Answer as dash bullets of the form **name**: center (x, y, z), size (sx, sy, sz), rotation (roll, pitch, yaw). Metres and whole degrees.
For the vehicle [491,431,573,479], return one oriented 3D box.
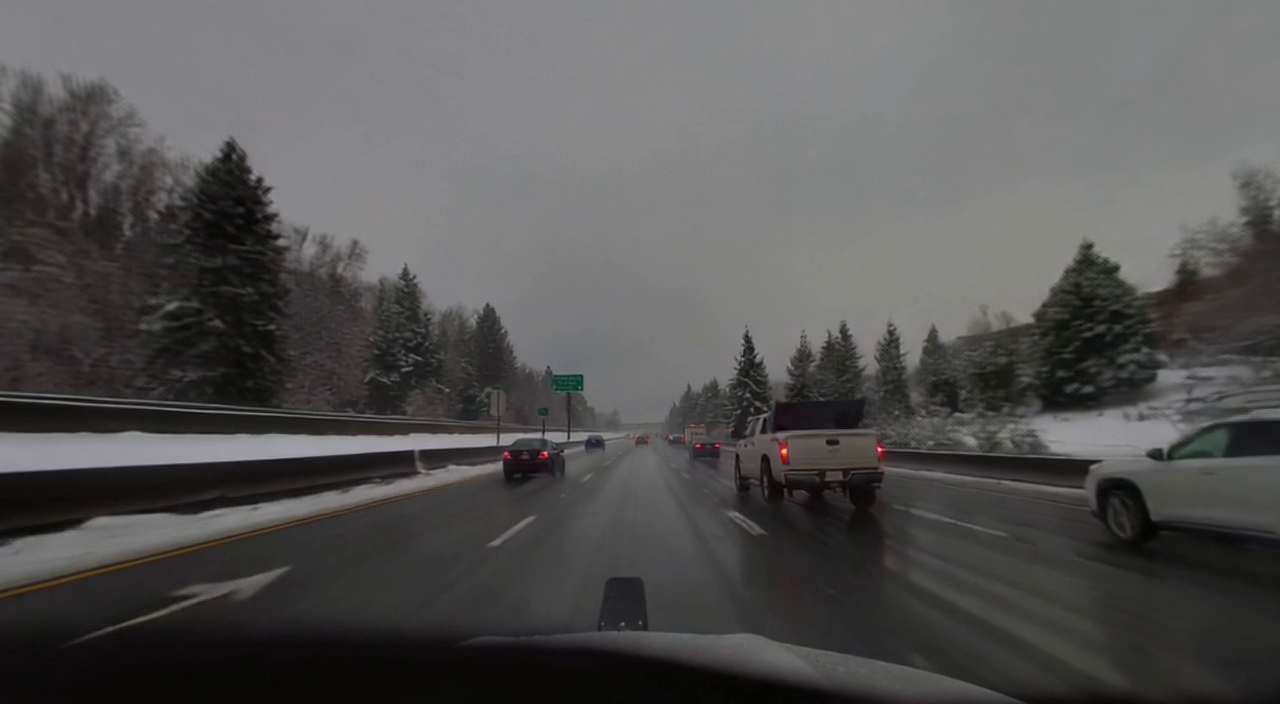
- **vehicle**: center (-3.594, 3.519, 21.750), size (1.978, 1.473, 4.073), rotation (0, -8, 2)

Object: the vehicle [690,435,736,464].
- **vehicle**: center (3.892, 5.252, 34.146), size (1.953, 1.480, 4.053), rotation (0, -8, -1)

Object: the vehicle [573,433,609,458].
- **vehicle**: center (-3.352, 6.475, 43.841), size (2.020, 1.628, 4.248), rotation (0, -8, 1)

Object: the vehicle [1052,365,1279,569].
- **vehicle**: center (7.407, 1.202, 6.669), size (2.291, 1.968, 5.662), rotation (0, -8, 0)

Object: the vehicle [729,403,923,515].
- **vehicle**: center (3.643, 2.265, 13.831), size (2.517, 1.935, 5.552), rotation (0, -8, 0)
